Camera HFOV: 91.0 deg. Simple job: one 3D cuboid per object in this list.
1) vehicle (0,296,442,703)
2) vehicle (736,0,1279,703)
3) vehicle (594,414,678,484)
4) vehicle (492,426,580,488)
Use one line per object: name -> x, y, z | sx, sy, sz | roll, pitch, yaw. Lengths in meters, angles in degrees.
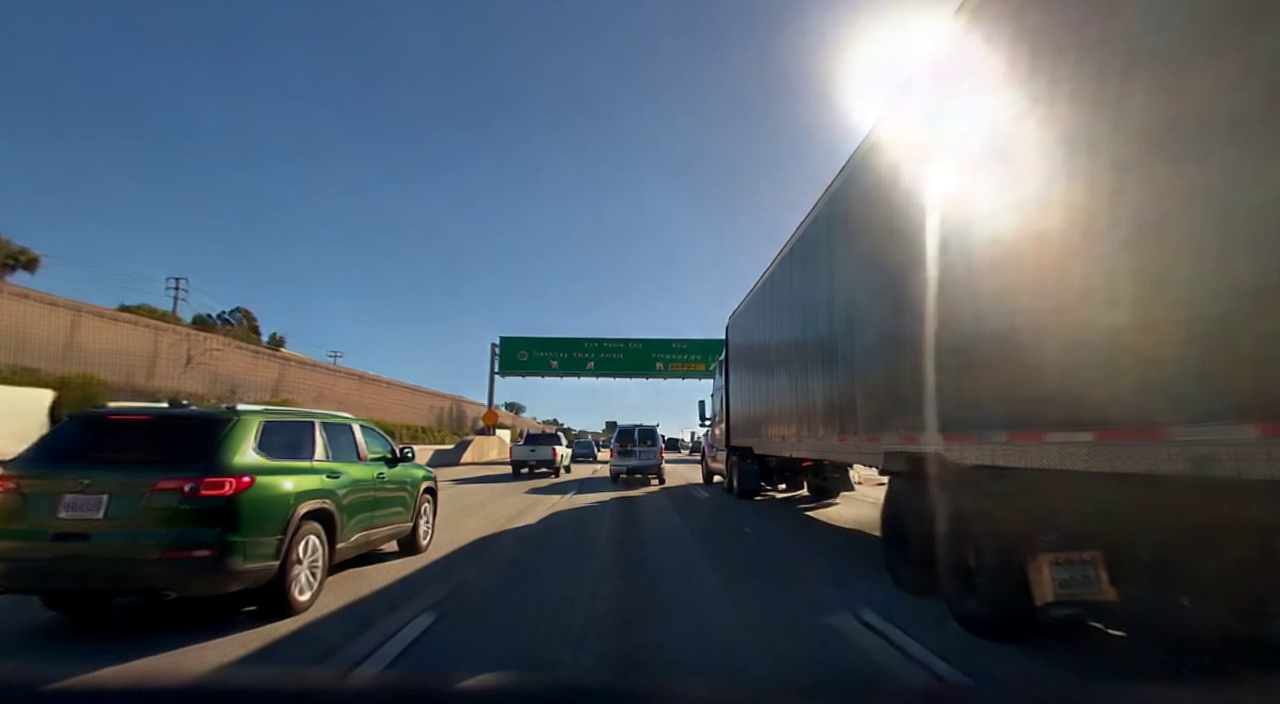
vehicle -> -3.306, 1.055, 4.447 | 2.193, 1.803, 4.958 | 0, -8, 0
vehicle -> 3.596, 0.105, 5.939 | 2.852, 4.121, 16.210 | 0, -8, 0
vehicle -> -0.143, 3.551, 23.183 | 2.704, 2.216, 5.804 | 0, -8, 0
vehicle -> -3.315, 3.477, 21.088 | 2.120, 1.812, 4.659 | 0, -8, 1
